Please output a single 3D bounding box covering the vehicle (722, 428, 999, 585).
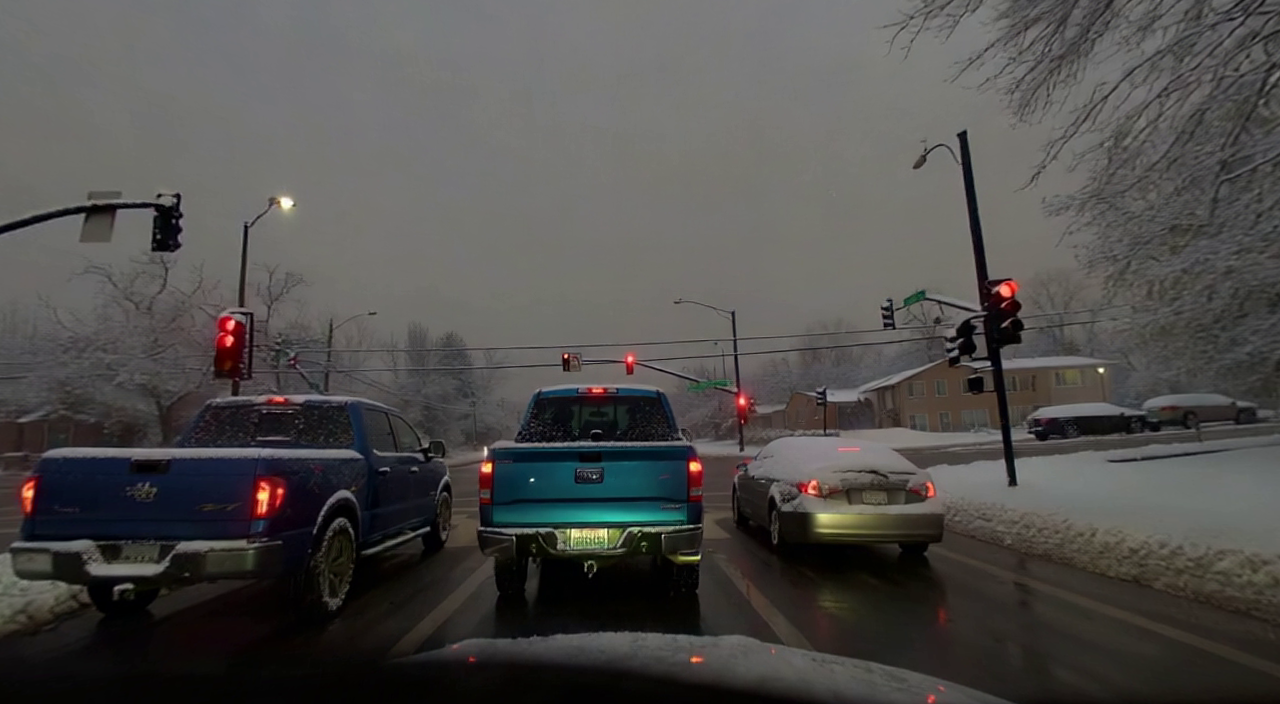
[{"bbox_3d":[2.405,1.815,8.307,2.016,1.481,4.336,0,-9,-1],"label":"vehicle"}]

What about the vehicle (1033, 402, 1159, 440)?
[{"bbox_3d":[23.327,3.585,32.489,4.721,1.866,2.188,0,-9,2],"label":"vehicle"}]

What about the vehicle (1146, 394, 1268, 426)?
[{"bbox_3d":[29.265,3.043,32.698,4.540,1.543,1.803,0,-9,0],"label":"vehicle"}]

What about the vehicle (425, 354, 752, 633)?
[{"bbox_3d":[-0.397,1.314,6.751,2.282,1.964,4.421,0,-9,-1],"label":"vehicle"}]

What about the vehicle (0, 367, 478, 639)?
[{"bbox_3d":[-3.466,1.396,6.927,2.146,1.828,5.148,0,-9,-2],"label":"vehicle"}]
